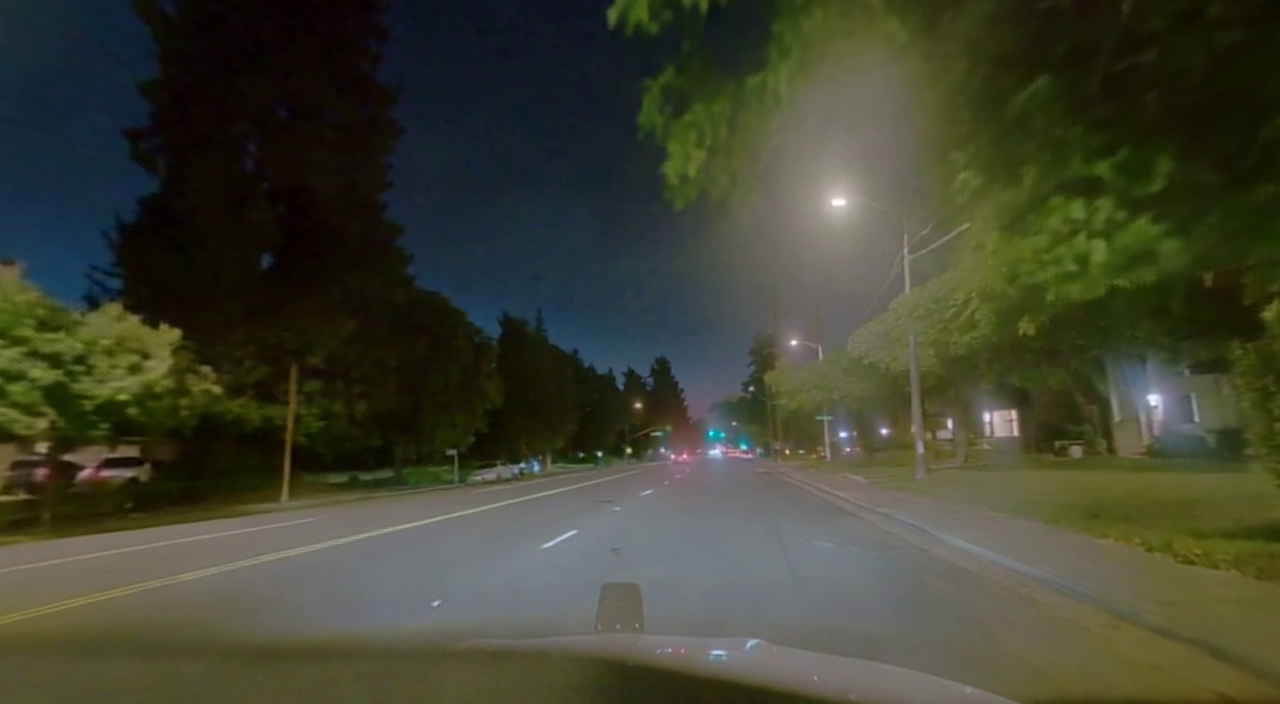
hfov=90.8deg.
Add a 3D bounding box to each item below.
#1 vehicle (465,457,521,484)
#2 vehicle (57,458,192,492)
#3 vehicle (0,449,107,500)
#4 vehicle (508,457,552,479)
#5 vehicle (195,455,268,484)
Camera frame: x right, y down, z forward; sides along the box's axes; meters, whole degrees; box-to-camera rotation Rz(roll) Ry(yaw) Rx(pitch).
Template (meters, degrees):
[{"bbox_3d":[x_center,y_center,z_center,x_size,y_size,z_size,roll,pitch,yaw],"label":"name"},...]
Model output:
[{"bbox_3d":[-9.213,7.485,40.060,1.936,1.489,4.311,-2,-9,9],"label":"vehicle"},{"bbox_3d":[-24.031,5.740,29.617,4.326,1.452,2.121,1,-9,-5],"label":"vehicle"},{"bbox_3d":[-25.248,4.880,25.494,5.866,1.877,2.280,-2,-8,9],"label":"vehicle"},{"bbox_3d":[-8.097,8.588,46.990,1.863,1.481,4.363,-4,-9,9],"label":"vehicle"},{"bbox_3d":[-23.454,6.752,36.485,1.769,1.414,4.434,2,-8,-8],"label":"vehicle"}]
